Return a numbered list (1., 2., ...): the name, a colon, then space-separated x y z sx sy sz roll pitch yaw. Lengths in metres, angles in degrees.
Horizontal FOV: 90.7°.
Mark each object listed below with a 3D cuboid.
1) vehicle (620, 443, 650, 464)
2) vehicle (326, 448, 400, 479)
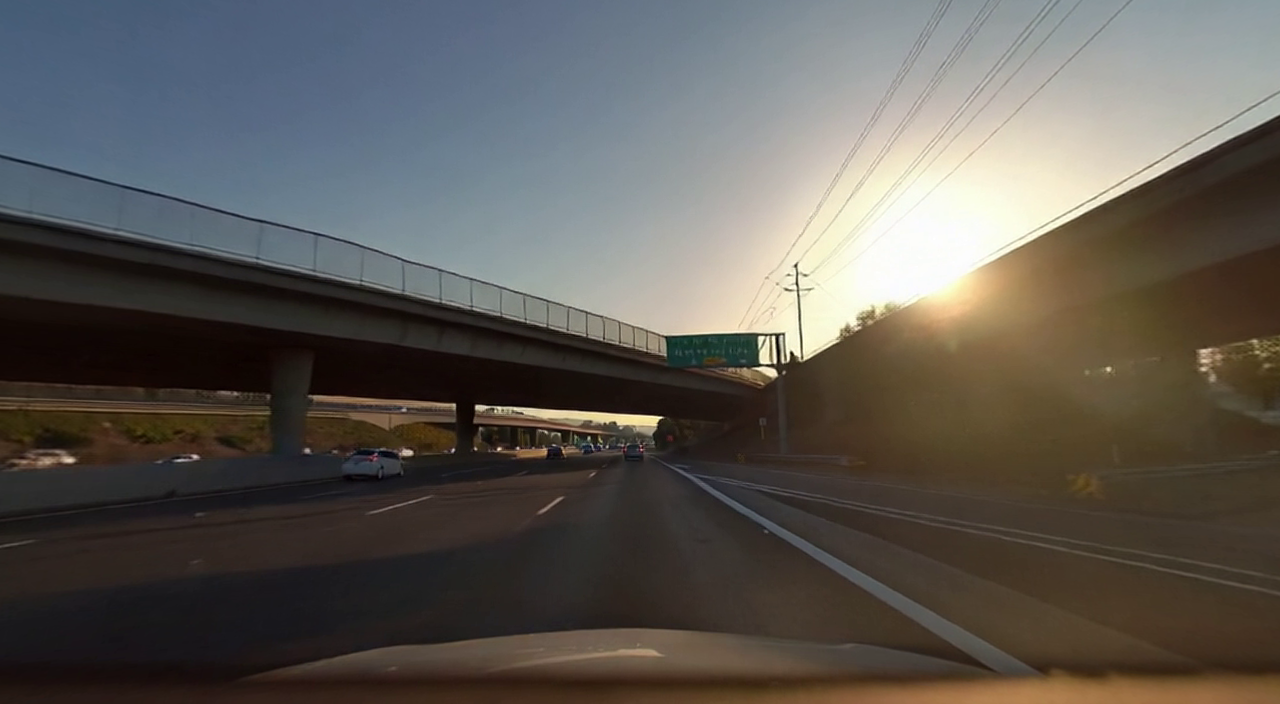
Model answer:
1. vehicle: -0.406 7.344 45.904 2.086 1.472 4.168 0 -8 -1
2. vehicle: -14.800 5.943 34.094 1.969 1.486 4.395 0 -8 0
